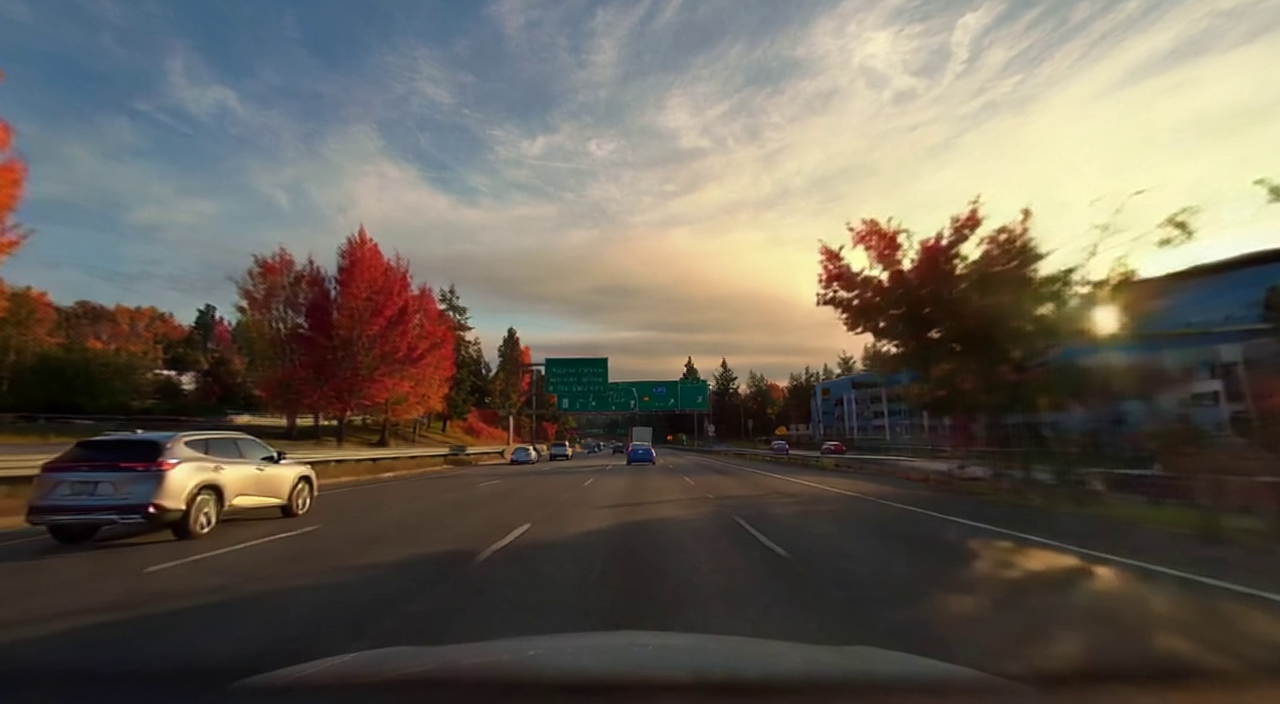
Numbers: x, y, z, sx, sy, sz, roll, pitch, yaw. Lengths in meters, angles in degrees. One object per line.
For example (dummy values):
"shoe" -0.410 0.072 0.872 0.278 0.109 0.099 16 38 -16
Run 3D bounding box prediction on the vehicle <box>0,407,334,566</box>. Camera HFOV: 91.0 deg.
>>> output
"vehicle" -7.123 1.937 9.861 2.146 1.834 4.999 0 -9 0

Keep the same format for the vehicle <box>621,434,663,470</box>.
"vehicle" 0.107 5.702 36.033 2.245 1.863 4.801 0 -9 0

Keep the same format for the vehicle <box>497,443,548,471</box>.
"vehicle" -6.760 6.088 36.636 2.074 1.495 4.643 0 -9 0
